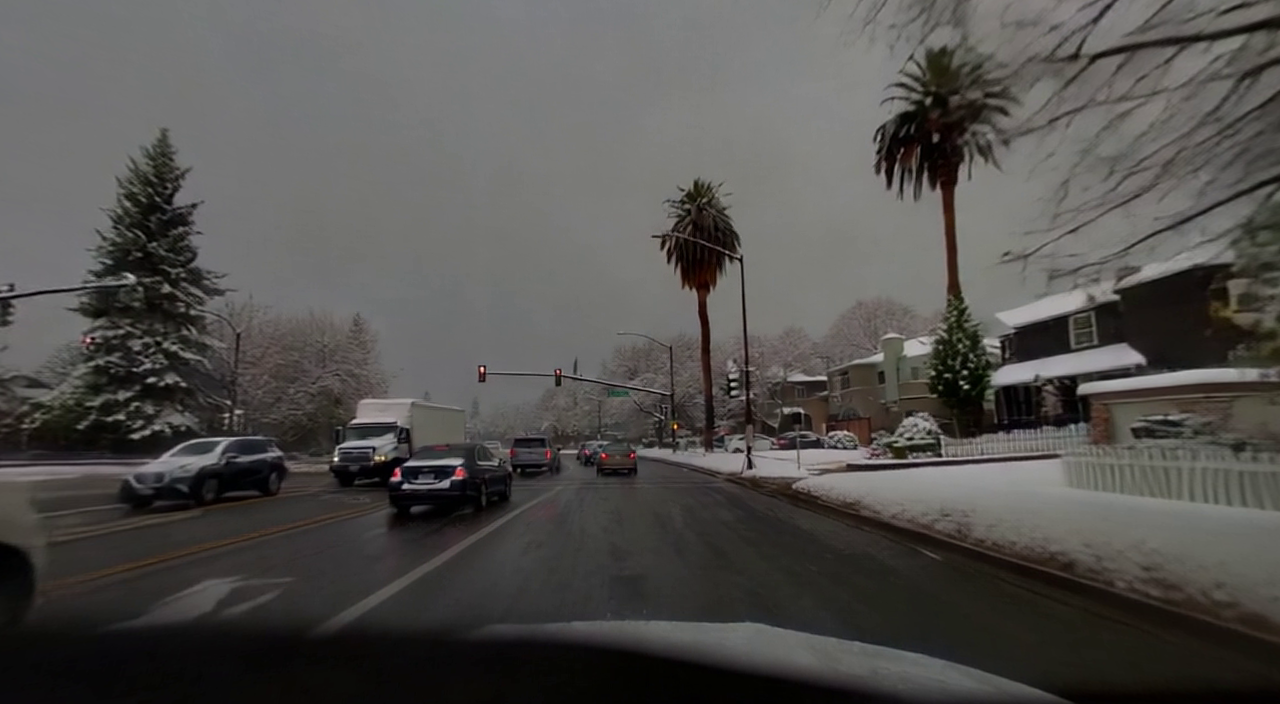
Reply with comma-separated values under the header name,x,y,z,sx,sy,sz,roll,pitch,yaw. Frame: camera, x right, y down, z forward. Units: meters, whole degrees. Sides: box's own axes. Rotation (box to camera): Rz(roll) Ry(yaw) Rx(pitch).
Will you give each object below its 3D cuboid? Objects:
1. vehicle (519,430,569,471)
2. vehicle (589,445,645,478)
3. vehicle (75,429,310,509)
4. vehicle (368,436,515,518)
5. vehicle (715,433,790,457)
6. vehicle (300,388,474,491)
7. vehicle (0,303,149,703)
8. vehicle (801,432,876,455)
name,x,y,z,sx,sy,sz,roll,pitch,yaw
vehicle,-4.797,4.987,32.093,2.032,1.852,4.571,-1,-8,-3
vehicle,-1.003,4.461,26.034,2.131,1.222,3.868,0,-8,-4
vehicle,-10.879,2.871,16.027,2.364,1.648,5.116,0,-8,-2
vehicle,-3.961,2.544,13.398,1.709,1.425,4.337,-1,-8,0
vehicle,8.099,6.696,45.444,4.742,1.690,2.218,3,-9,-19
vehicle,-7.608,2.812,20.140,2.821,2.701,6.721,0,-8,-1
vehicle,-3.988,0.500,1.132,2.144,1.877,4.899,-1,-8,2
vehicle,13.933,6.421,44.353,4.615,1.555,2.021,2,-9,-16
